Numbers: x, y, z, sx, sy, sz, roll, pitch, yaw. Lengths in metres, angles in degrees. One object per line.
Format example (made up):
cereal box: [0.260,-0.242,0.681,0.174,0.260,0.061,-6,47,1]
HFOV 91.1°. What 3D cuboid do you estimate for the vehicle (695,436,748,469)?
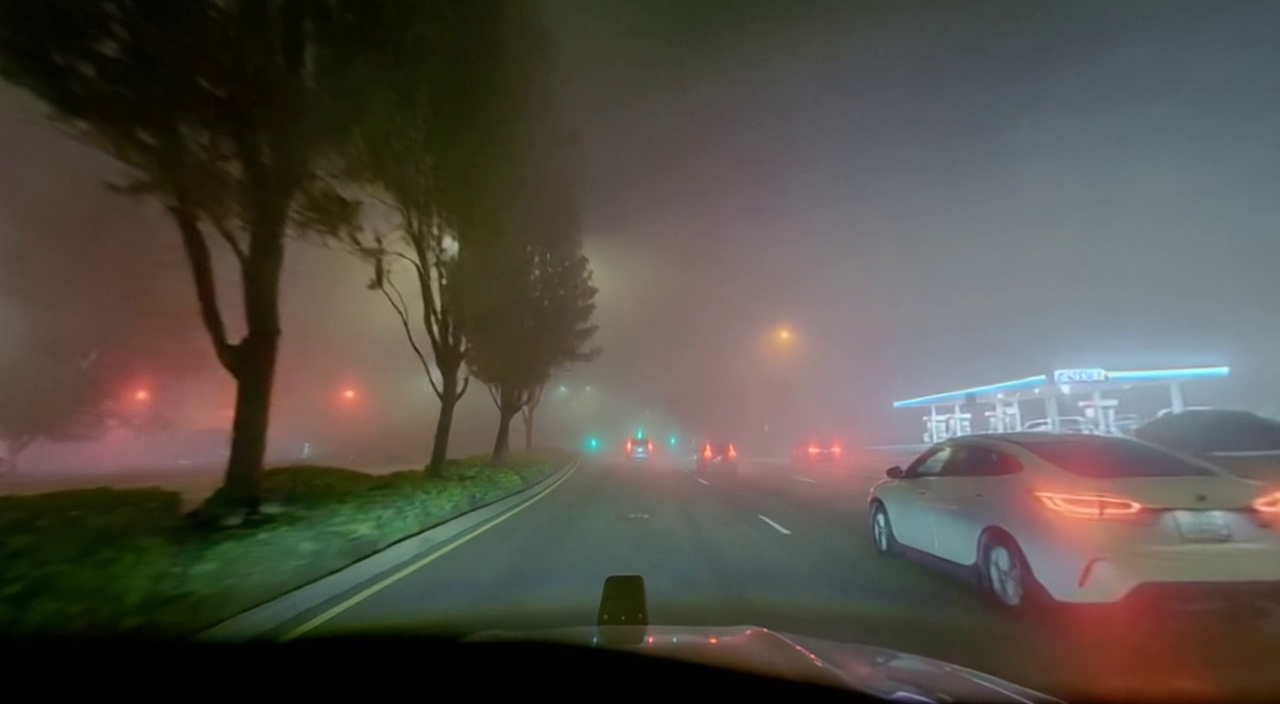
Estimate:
vehicle: [3.984,5.012,31.383,1.980,1.515,4.362,0,-9,-1]

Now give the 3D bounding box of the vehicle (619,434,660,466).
vehicle: [-0.052,5.541,35.603,2.172,1.694,4.055,0,-9,-1]

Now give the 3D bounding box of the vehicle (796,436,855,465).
vehicle: [10.120,5.405,34.508,1.906,1.488,4.251,0,-9,0]

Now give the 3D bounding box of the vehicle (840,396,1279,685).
vehicle: [3.678,1.342,5.731,2.119,1.509,4.756,0,-9,0]
